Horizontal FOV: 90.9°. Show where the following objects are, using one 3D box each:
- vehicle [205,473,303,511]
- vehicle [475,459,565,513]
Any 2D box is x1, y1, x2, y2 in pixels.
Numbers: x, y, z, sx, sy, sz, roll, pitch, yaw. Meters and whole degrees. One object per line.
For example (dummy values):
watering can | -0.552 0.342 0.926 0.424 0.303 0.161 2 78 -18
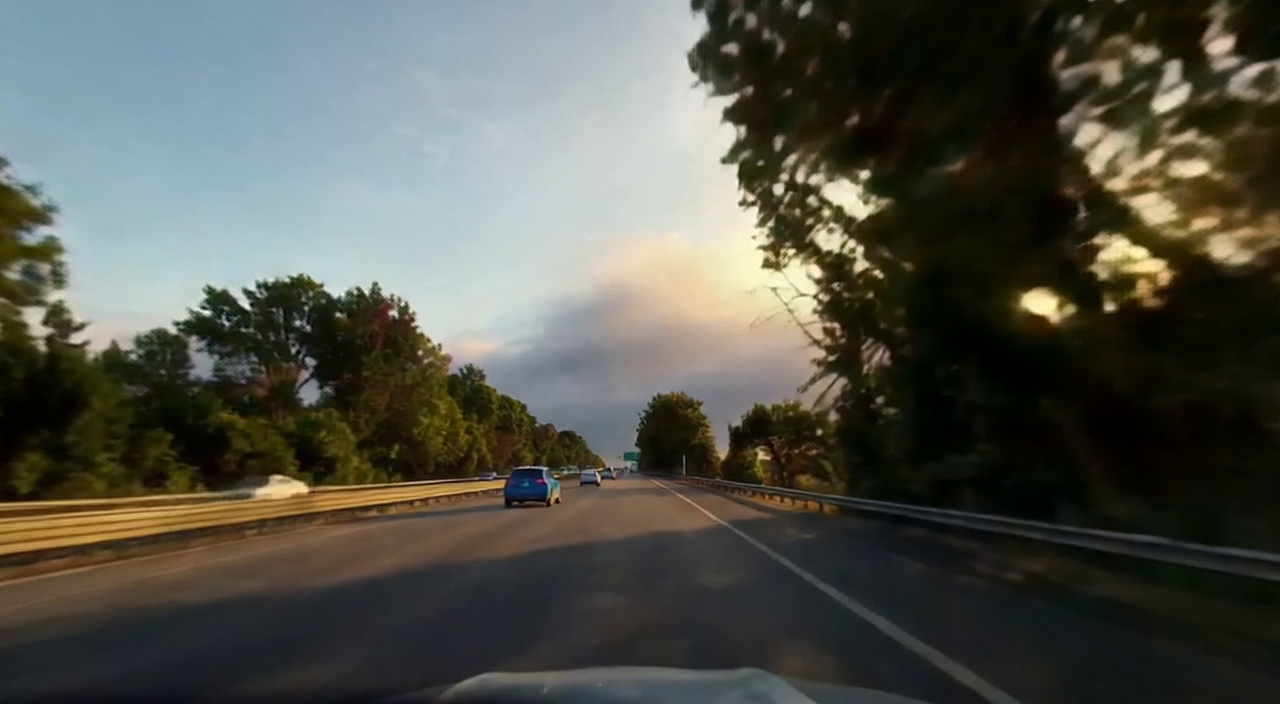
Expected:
vehicle | -16.883 6.125 27.838 1.778 1.512 4.020 1 -11 -1
vehicle | -3.871 4.433 21.158 2.068 1.592 4.479 0 -11 1
